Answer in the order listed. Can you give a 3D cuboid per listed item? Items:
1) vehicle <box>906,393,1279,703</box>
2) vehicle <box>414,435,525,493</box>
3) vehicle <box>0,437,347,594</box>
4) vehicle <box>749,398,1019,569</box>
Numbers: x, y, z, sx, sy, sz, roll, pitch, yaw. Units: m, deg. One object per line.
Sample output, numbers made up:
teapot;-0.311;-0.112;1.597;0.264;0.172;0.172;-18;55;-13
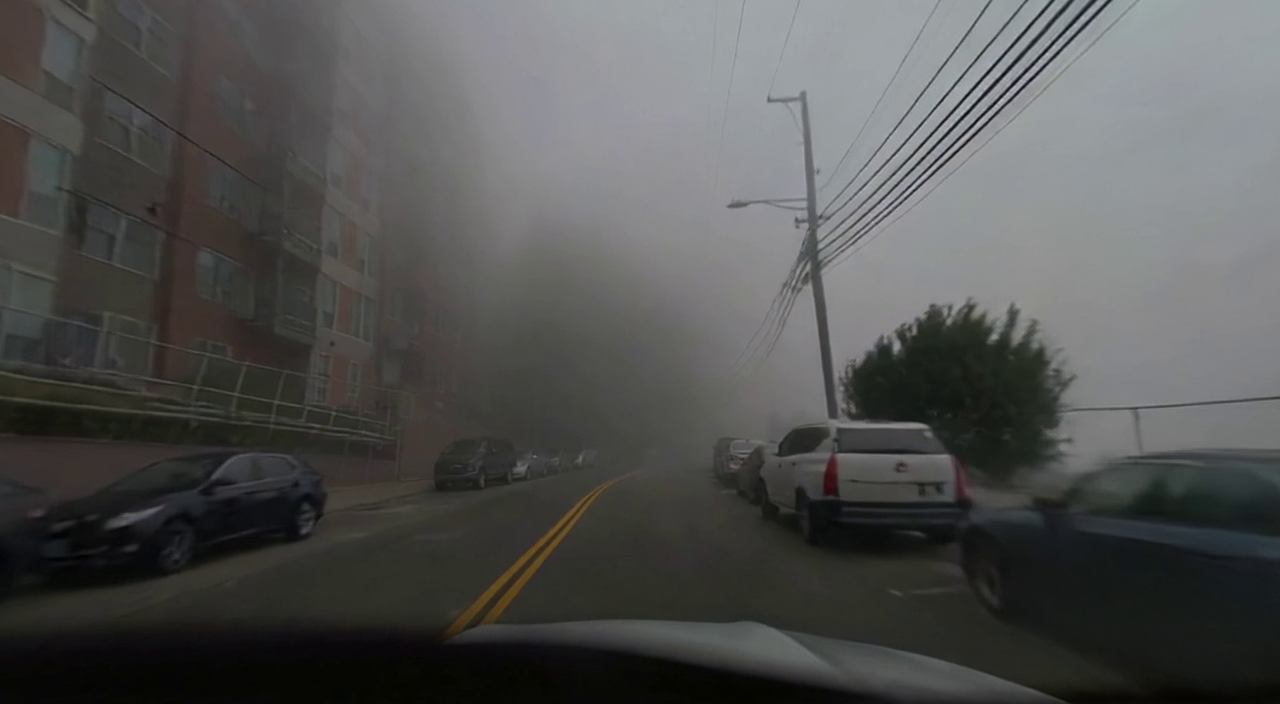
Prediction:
vehicle;3.678;1.150;3.742;2.017;1.600;4.965;0;-9;0
vehicle;-6.139;4.128;23.604;2.194;1.861;5.725;-1;-9;4
vehicle;-6.174;2.041;8.887;2.039;1.591;4.671;0;-9;-3
vehicle;3.108;1.811;9.393;2.000;1.871;4.797;0;-9;-1
